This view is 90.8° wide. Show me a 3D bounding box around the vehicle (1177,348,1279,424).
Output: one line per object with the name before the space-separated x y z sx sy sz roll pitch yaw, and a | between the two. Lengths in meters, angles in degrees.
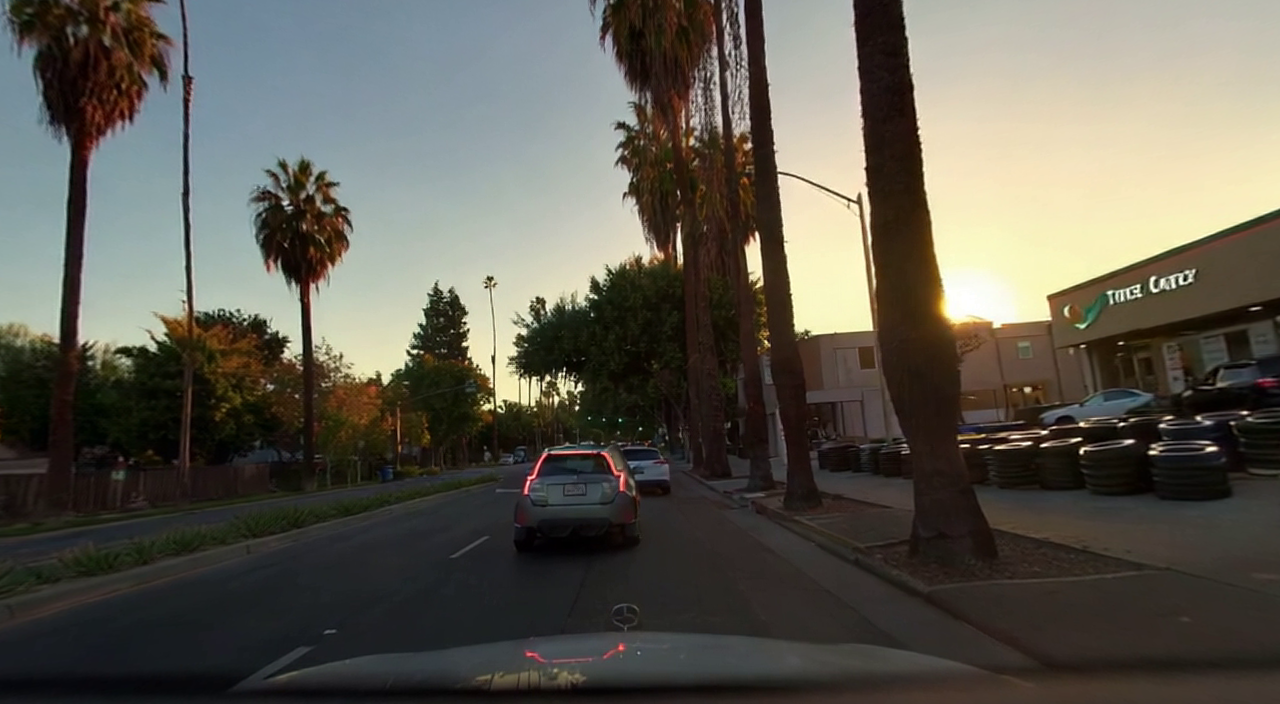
vehicle | 16.519 0.951 16.509 1.810 1.669 3.883 0 -8 7

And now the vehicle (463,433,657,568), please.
vehicle | -0.957 1.973 9.205 2.169 1.495 4.048 0 -8 -2
